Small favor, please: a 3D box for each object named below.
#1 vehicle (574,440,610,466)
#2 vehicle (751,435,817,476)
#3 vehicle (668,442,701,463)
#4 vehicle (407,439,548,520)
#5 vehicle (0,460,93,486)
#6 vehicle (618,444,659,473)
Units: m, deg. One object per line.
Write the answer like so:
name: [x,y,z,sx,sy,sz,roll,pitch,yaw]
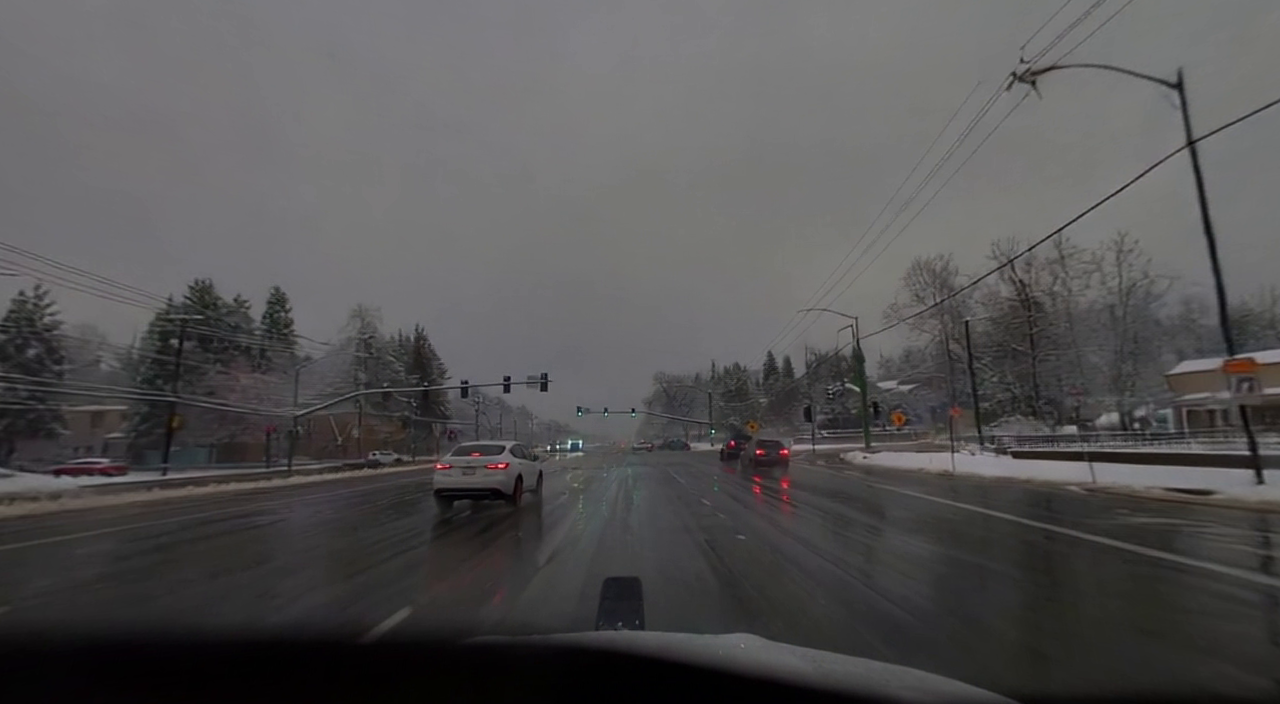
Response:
vehicle: [-3.277,7.044,44.075,2.033,1.714,4.278,0,-8,1]
vehicle: [6.568,4.745,29.214,1.945,1.706,4.190,0,-8,-2]
vehicle: [3.260,7.454,47.035,1.987,1.515,4.521,0,-8,-1]
vehicle: [-3.289,2.653,13.733,1.837,1.463,4.311,0,-8,1]
vehicle: [-40.171,8.171,42.730,4.488,1.463,1.905,-2,-8,-4]
vehicle: [-0.043,5.761,34.375,2.098,1.431,3.958,0,-8,1]
